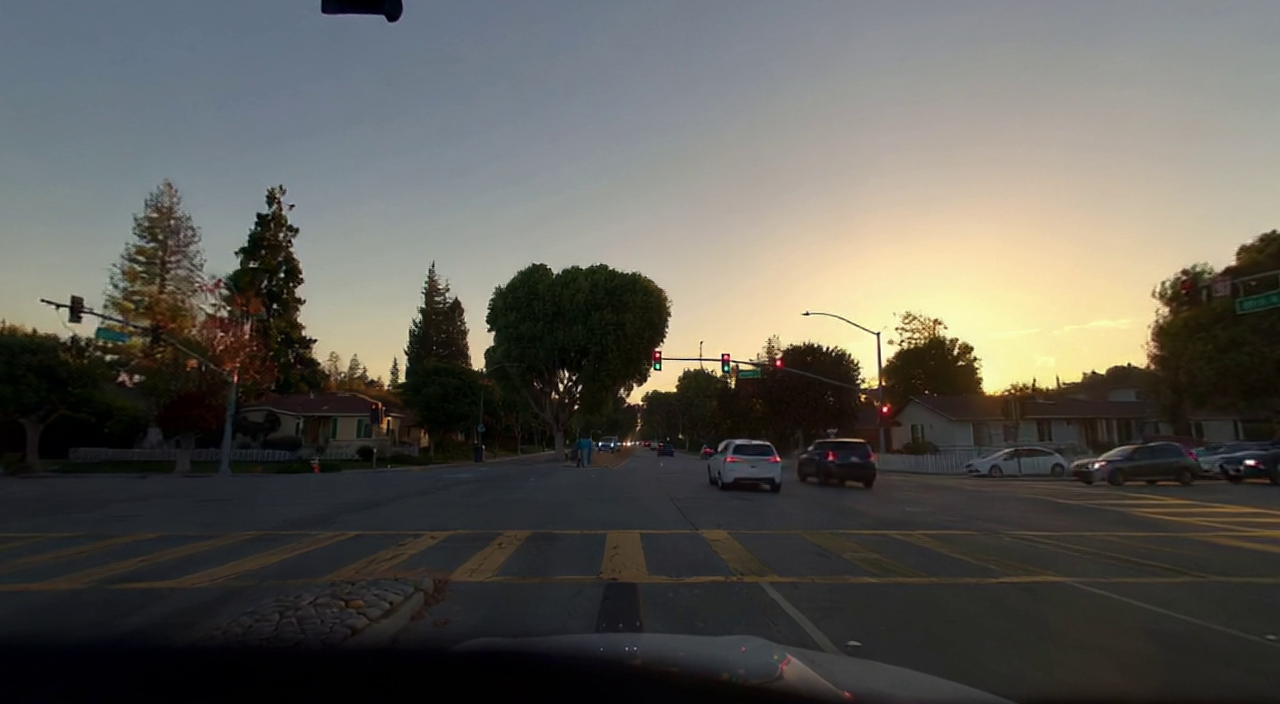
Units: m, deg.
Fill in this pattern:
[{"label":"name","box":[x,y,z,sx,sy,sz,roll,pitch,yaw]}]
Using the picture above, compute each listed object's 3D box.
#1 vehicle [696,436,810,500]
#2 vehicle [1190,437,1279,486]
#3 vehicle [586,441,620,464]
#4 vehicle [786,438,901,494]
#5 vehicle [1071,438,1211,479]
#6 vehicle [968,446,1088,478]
[{"label":"vehicle","box":[2.912,3.126,17.558,2.142,1.506,4.948,0,-9,-1]},{"label":"vehicle","box":[23.611,4.040,23.479,4.417,1.725,1.969,0,-9,-1]},{"label":"vehicle","box":[-2.423,6.709,42.282,2.045,1.484,3.991,0,-9,0]},{"label":"vehicle","box":[6.272,3.553,20.097,2.074,1.530,4.565,0,-9,-1]},{"label":"vehicle","box":[23.476,4.988,29.758,4.807,1.835,2.033,0,-9,-1]},{"label":"vehicle","box":[19.712,5.604,32.251,4.874,1.544,1.779,0,-9,1]}]
